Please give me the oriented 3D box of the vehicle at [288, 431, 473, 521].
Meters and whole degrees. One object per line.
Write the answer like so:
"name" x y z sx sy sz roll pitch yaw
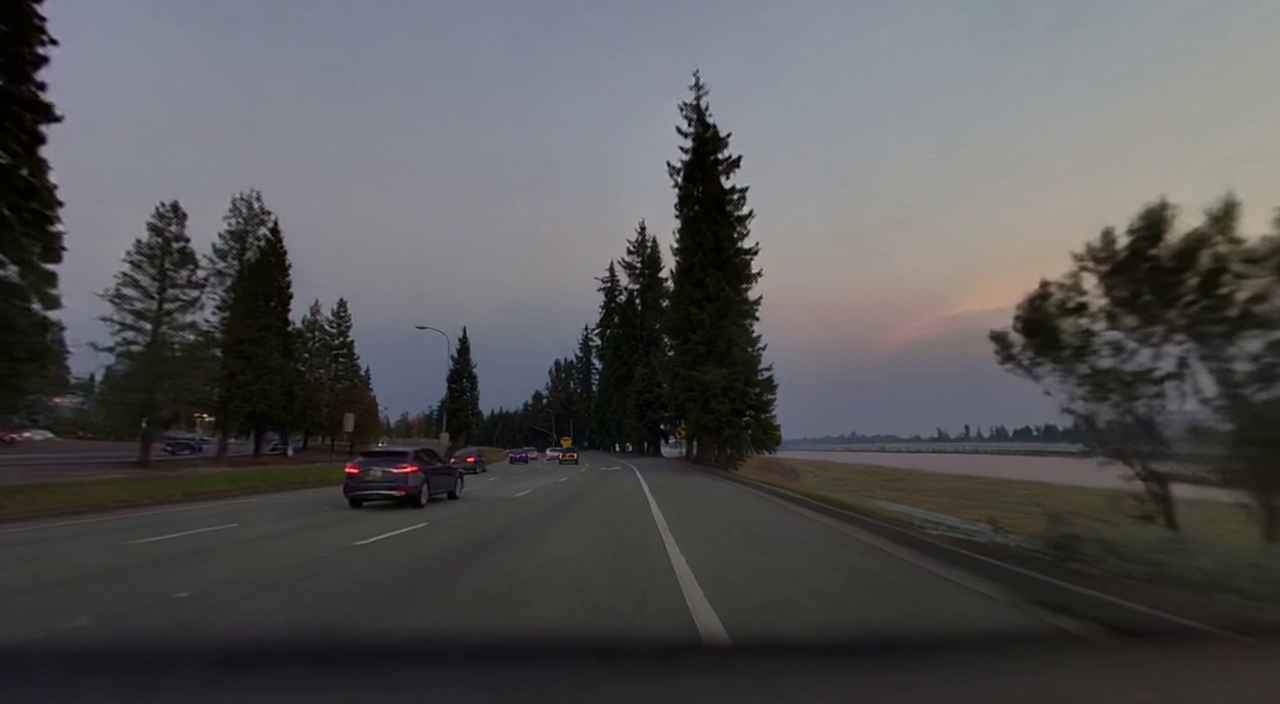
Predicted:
"vehicle" -5.763 2.807 14.887 2.210 1.737 4.649 0 -9 2
